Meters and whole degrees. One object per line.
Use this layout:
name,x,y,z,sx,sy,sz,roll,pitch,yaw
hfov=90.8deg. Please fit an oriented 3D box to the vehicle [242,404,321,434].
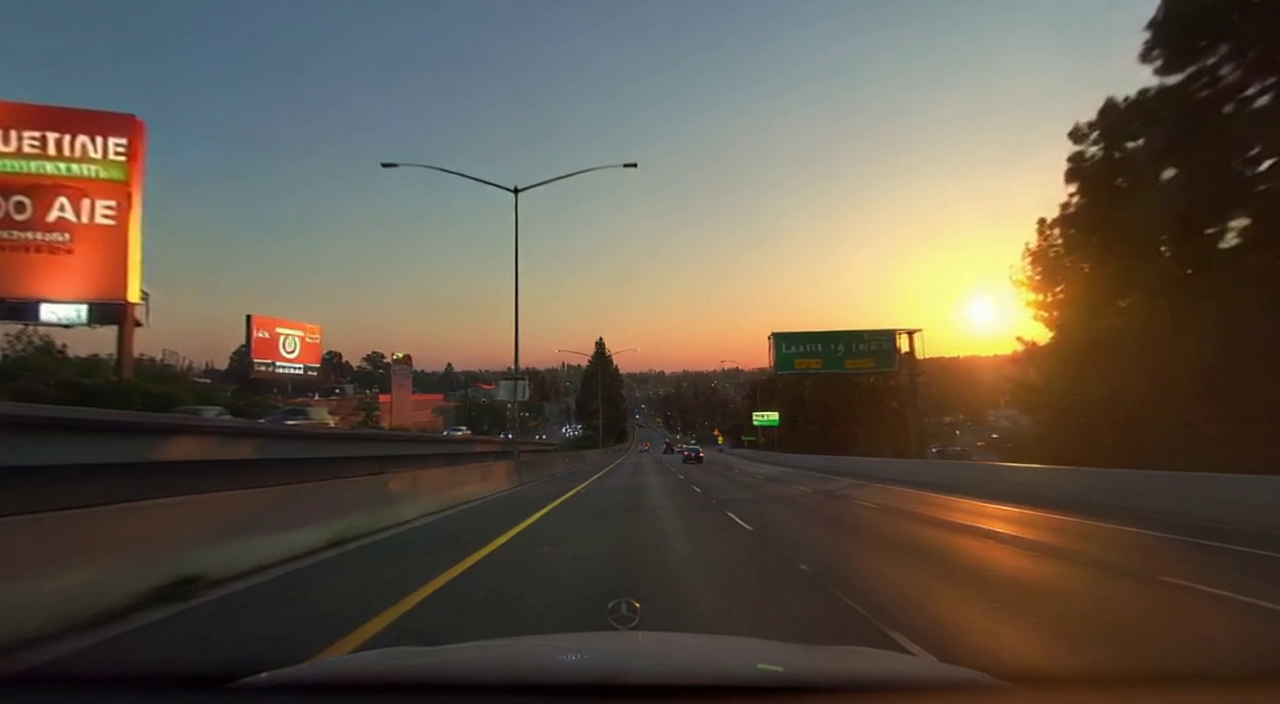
vehicle,-21.240,4.060,37.672,1.998,1.579,4.540,0,-9,0
